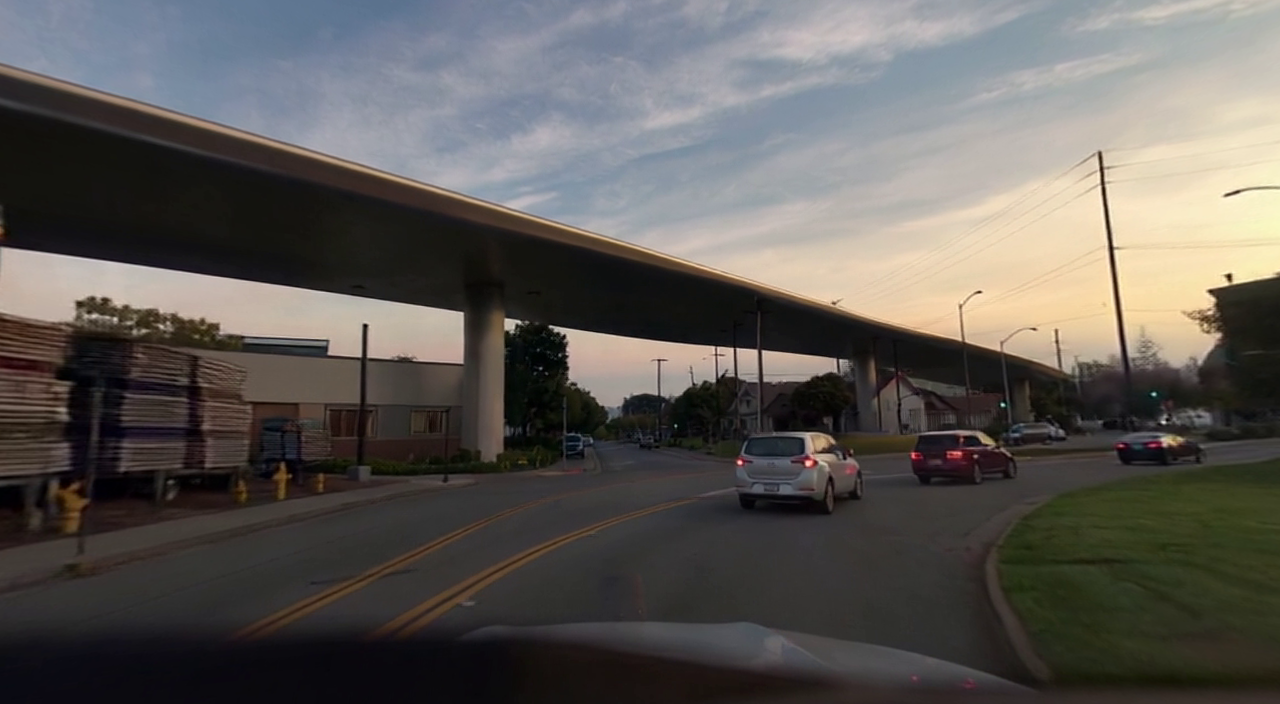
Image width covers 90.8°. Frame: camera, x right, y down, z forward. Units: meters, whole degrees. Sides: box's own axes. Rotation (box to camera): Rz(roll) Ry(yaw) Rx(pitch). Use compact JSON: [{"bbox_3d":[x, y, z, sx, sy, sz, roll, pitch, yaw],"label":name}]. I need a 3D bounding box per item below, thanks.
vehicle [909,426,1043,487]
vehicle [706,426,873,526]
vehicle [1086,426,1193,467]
[{"bbox_3d":[11.772,3.587,22.024,4.771,1.885,2.241,6,-11,-38],"label":"vehicle"},{"bbox_3d":[3.186,2.356,12.636,2.087,1.578,4.652,-5,-10,28],"label":"vehicle"},{"bbox_3d":[23.387,4.424,29.579,4.310,1.762,1.995,4,-9,-24],"label":"vehicle"}]
